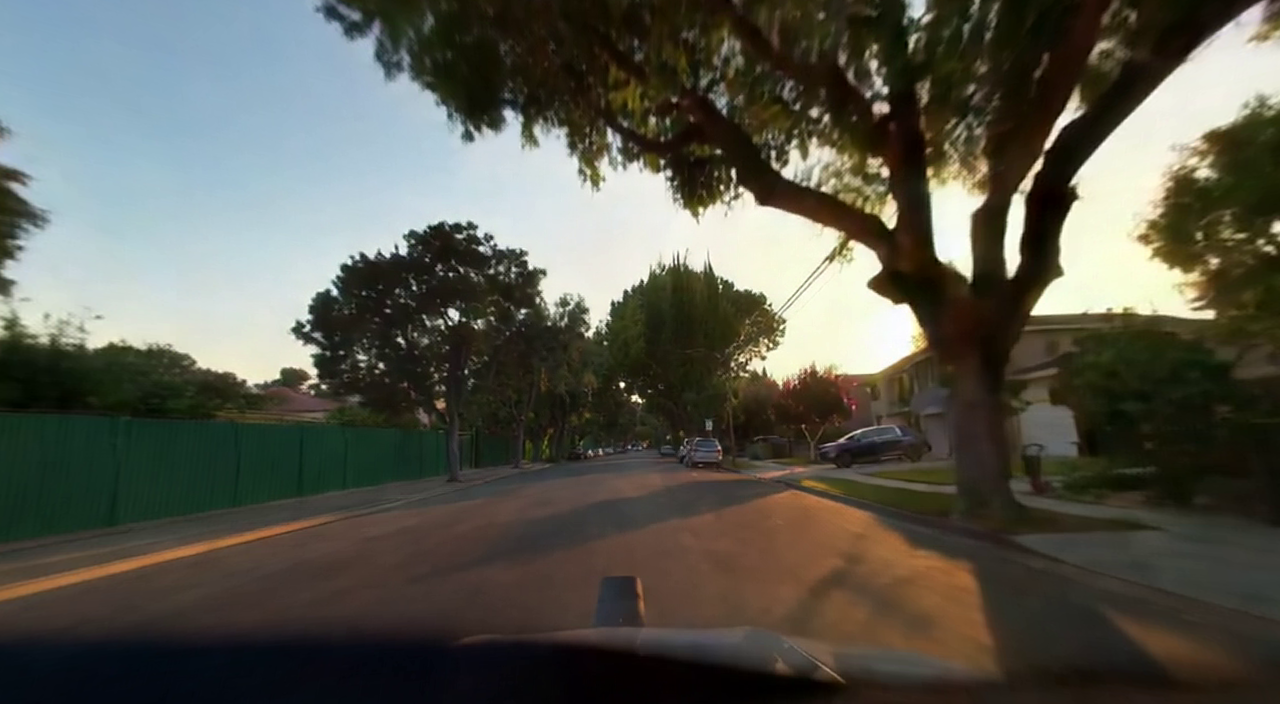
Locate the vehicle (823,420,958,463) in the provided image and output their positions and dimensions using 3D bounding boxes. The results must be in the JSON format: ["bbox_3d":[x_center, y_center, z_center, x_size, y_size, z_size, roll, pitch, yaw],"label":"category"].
[{"bbox_3d":[10.996,3.967,28.052,5.046,1.800,2.201,-1,-8,0],"label":"vehicle"}]

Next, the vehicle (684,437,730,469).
[{"bbox_3d":[3.734,5.772,36.166,2.122,1.673,4.876,0,-8,0],"label":"vehicle"}]
